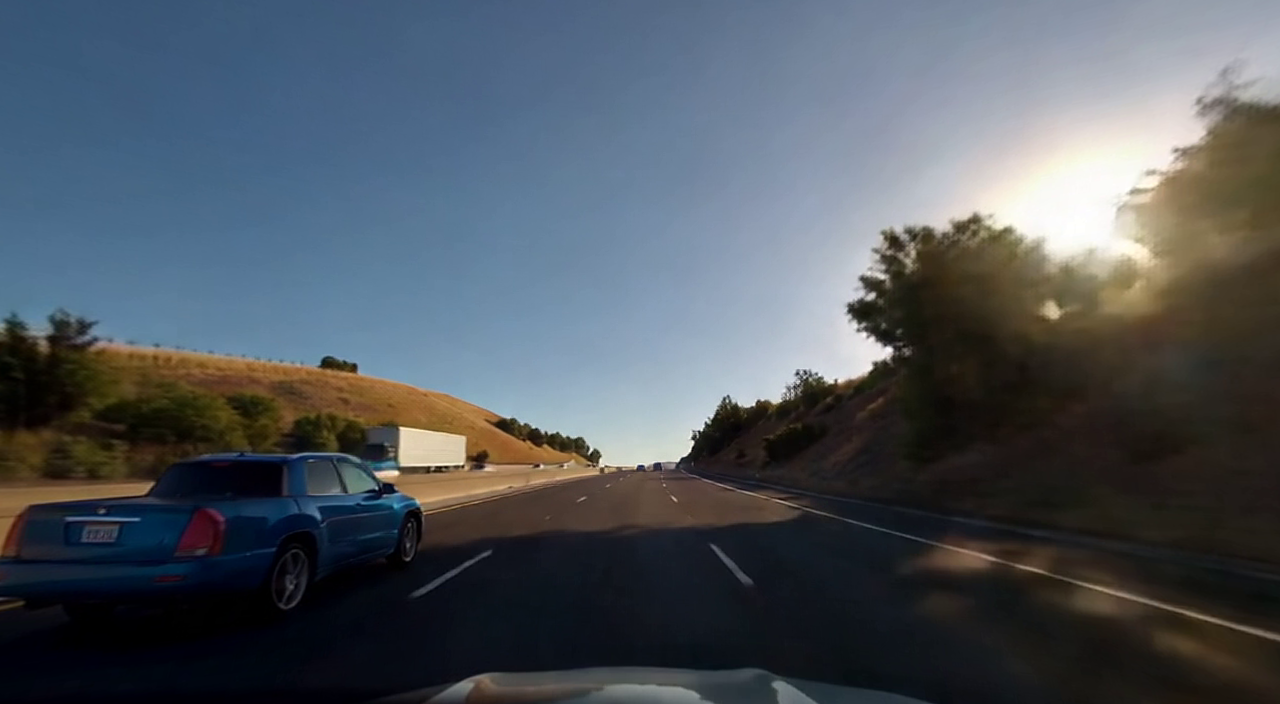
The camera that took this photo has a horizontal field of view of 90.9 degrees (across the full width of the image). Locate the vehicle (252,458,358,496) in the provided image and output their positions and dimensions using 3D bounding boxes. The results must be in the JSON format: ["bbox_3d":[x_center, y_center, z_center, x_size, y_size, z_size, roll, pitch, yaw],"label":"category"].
[{"bbox_3d":[-14.670,5.530,27.959,1.909,1.501,4.809,0,-11,2],"label":"vehicle"}]

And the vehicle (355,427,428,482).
[{"bbox_3d":[-19.333,8.103,49.461,2.984,3.962,5.856,0,-11,2],"label":"vehicle"}]
